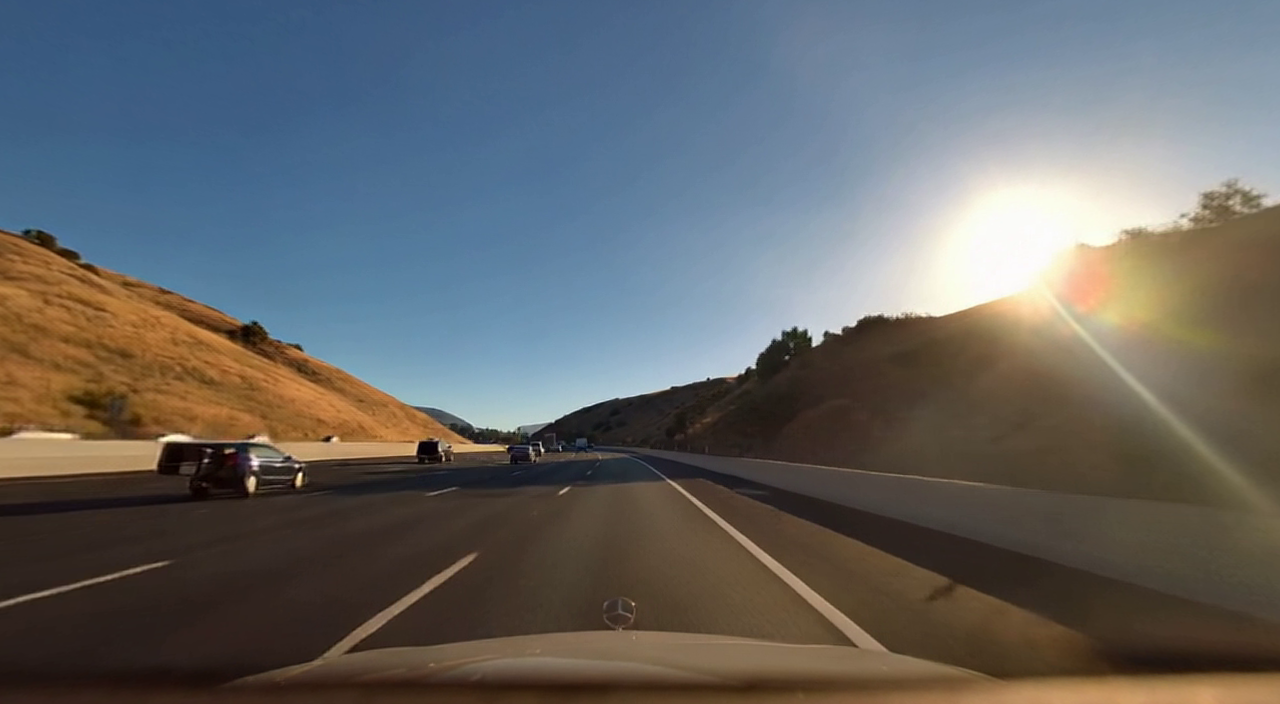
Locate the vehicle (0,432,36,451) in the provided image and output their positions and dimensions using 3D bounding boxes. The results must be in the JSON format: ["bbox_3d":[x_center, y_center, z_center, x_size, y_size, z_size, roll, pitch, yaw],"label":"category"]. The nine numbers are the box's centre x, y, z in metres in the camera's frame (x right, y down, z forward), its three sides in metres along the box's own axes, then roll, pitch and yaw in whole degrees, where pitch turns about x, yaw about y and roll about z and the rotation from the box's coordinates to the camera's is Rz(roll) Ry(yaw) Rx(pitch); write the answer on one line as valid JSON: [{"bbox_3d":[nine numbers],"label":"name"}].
[{"bbox_3d":[-49.754,6.964,49.190,1.679,1.441,3.814,0,-9,-2],"label":"vehicle"}]

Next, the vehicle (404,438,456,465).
[{"bbox_3d":[-16.041,7.651,48.567,2.240,1.953,5.452,0,-9,-2],"label":"vehicle"}]

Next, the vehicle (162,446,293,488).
[{"bbox_3d":[-15.491,4.313,24.078,1.955,1.429,4.575,0,-9,-1],"label":"vehicle"}]
